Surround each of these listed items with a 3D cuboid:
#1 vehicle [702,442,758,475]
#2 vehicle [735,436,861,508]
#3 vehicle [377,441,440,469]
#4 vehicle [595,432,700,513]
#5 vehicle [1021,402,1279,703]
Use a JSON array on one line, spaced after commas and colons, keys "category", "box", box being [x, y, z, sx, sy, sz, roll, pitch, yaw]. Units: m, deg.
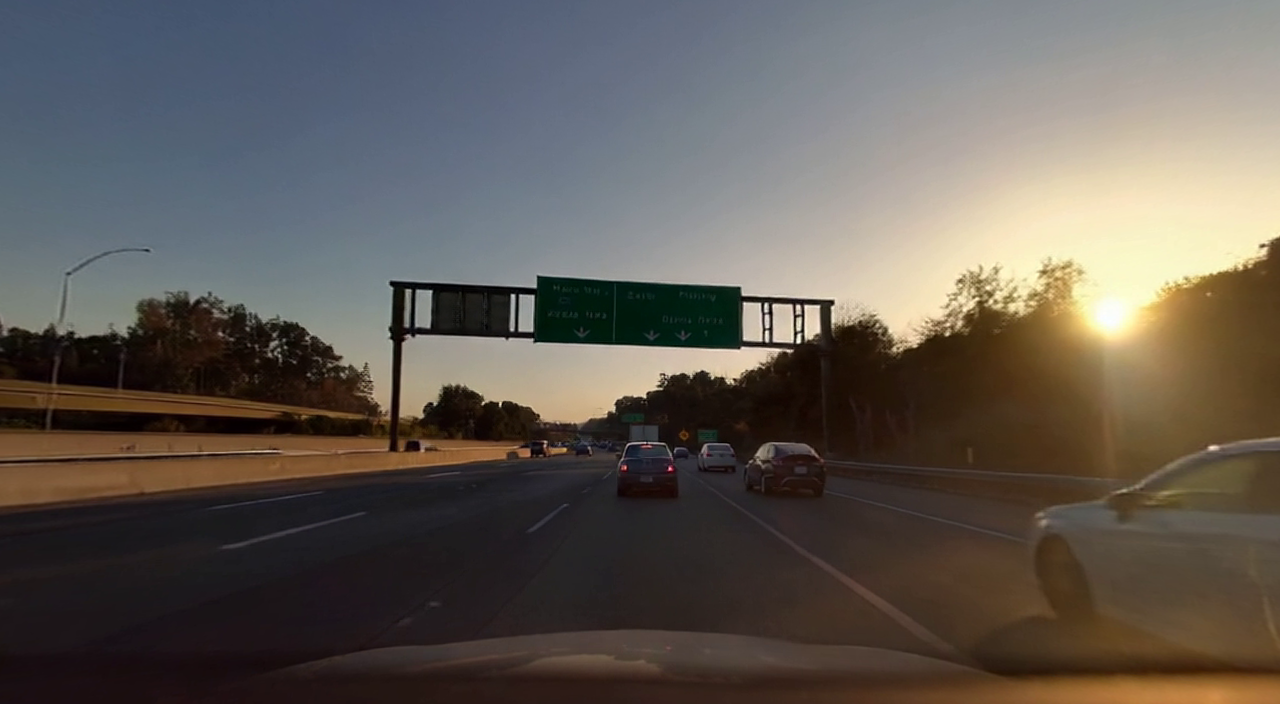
[{"category": "vehicle", "box": [4.296, 5.170, 30.818, 2.002, 1.499, 4.710, 0, -9, -1]}, {"category": "vehicle", "box": [3.709, 2.888, 15.577, 2.044, 1.523, 3.947, 0, -9, -1]}, {"category": "vehicle", "box": [-14.334, 6.406, 39.341, 2.055, 1.613, 4.955, 0, -9, 0]}, {"category": "vehicle", "box": [0.161, 2.647, 14.262, 2.044, 1.554, 3.824, 0, -9, 0]}, {"category": "vehicle", "box": [3.663, 0.895, 2.152, 1.979, 1.504, 4.377, 0, -9, 0]}]
